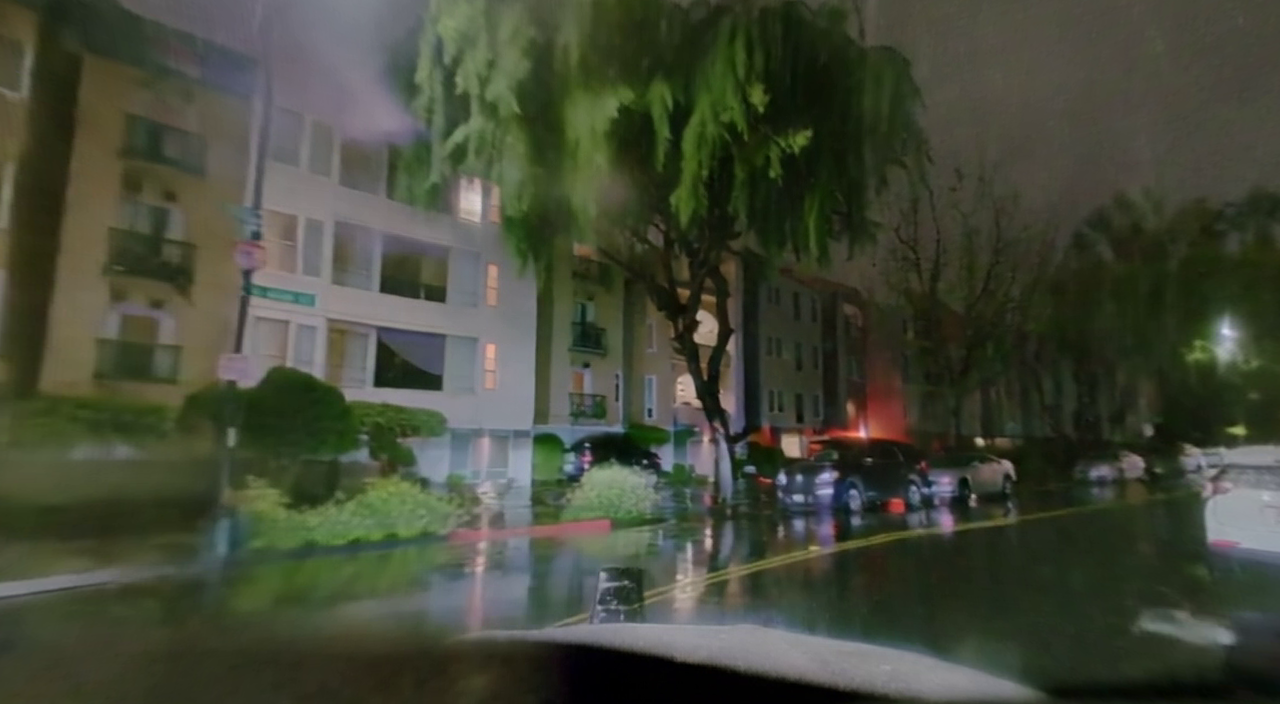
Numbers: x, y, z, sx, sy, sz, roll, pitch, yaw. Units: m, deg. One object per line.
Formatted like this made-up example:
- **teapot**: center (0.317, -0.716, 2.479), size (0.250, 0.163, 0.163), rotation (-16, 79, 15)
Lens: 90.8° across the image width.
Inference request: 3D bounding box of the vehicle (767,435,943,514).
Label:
- **vehicle**: center (5.632, 3.085, 16.362), size (4.584, 1.744, 1.946), rotation (6, -11, -36)

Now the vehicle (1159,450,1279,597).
- **vehicle**: center (8.341, 1.894, 7.497), size (4.634, 1.424, 1.966), rotation (6, -10, -33)

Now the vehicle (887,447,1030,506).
- **vehicle**: center (9.735, 3.686, 19.201), size (4.696, 1.478, 1.902), rotation (5, -11, -37)

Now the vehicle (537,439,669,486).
- **vehicle**: center (-1.156, 3.802, 22.048), size (1.812, 1.458, 4.714), rotation (-7, -11, 40)

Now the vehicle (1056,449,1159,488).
- **vehicle**: center (19.267, 4.715, 25.982), size (4.313, 1.463, 1.921), rotation (6, -10, -33)
